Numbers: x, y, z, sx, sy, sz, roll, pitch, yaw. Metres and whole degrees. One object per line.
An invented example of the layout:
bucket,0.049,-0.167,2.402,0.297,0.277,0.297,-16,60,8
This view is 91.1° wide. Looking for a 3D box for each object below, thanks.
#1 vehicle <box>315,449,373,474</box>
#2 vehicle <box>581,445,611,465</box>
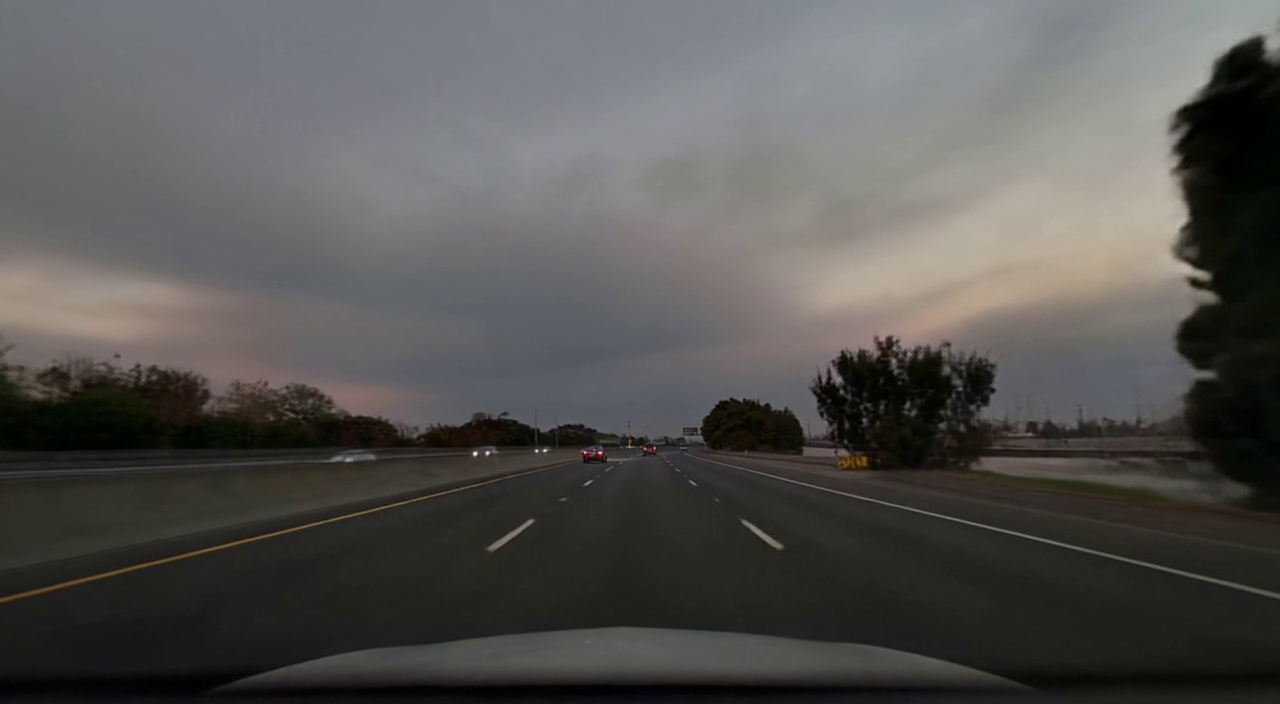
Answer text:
vehicle,-20.172,7.466,43.039,1.775,1.523,4.403,0,-8,1
vehicle,-3.409,8.048,49.210,2.001,1.521,3.900,-1,-9,1
